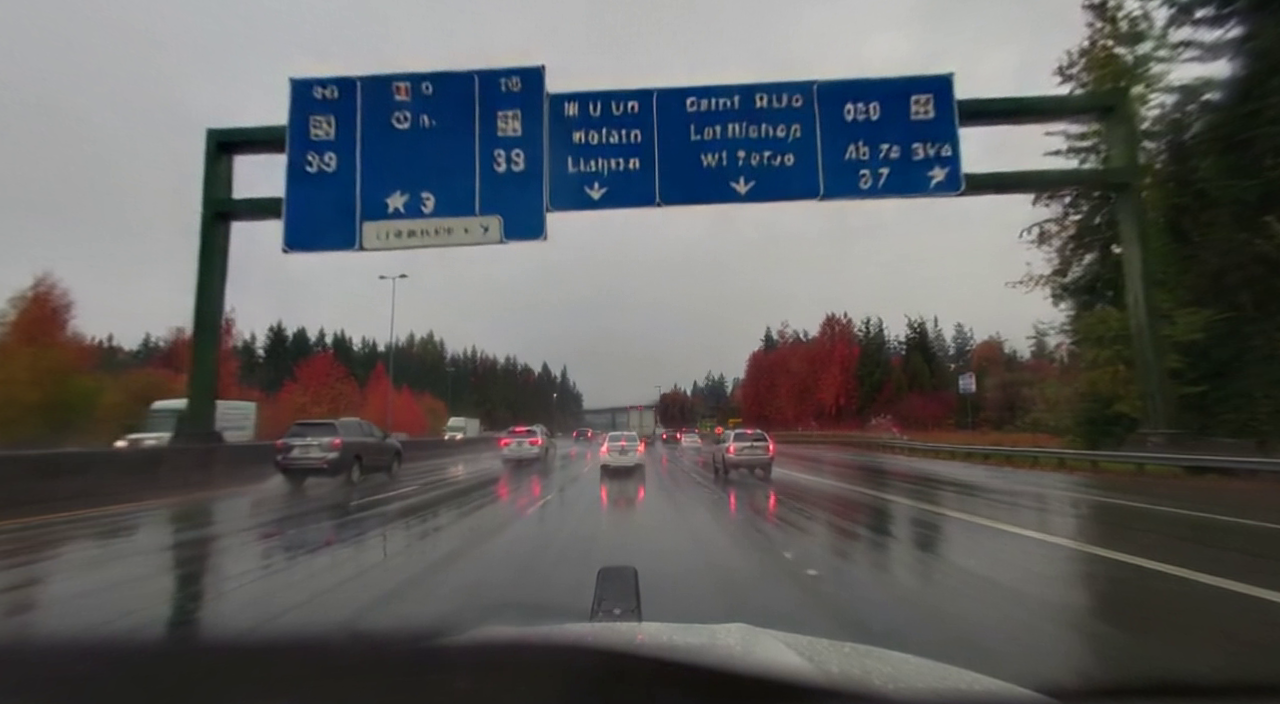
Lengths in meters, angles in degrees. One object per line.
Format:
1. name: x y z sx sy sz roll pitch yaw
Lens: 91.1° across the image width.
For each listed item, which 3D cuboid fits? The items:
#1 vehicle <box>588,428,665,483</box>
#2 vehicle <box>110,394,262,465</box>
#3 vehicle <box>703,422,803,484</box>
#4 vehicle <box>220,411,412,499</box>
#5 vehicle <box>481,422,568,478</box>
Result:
1. vehicle: -0.365 3.123 19.413 2.111 1.494 4.364 0 -8 0
2. vehicle: -23.614 4.142 33.295 2.703 3.361 6.936 0 -8 1
3. vehicle: 3.260 3.002 19.083 2.095 1.650 4.331 0 -8 -2
4. vehicle: -7.533 2.442 15.338 2.117 1.779 4.745 0 -8 0
5. vehicle: -3.735 3.256 21.151 2.064 1.672 4.277 0 -8 1
